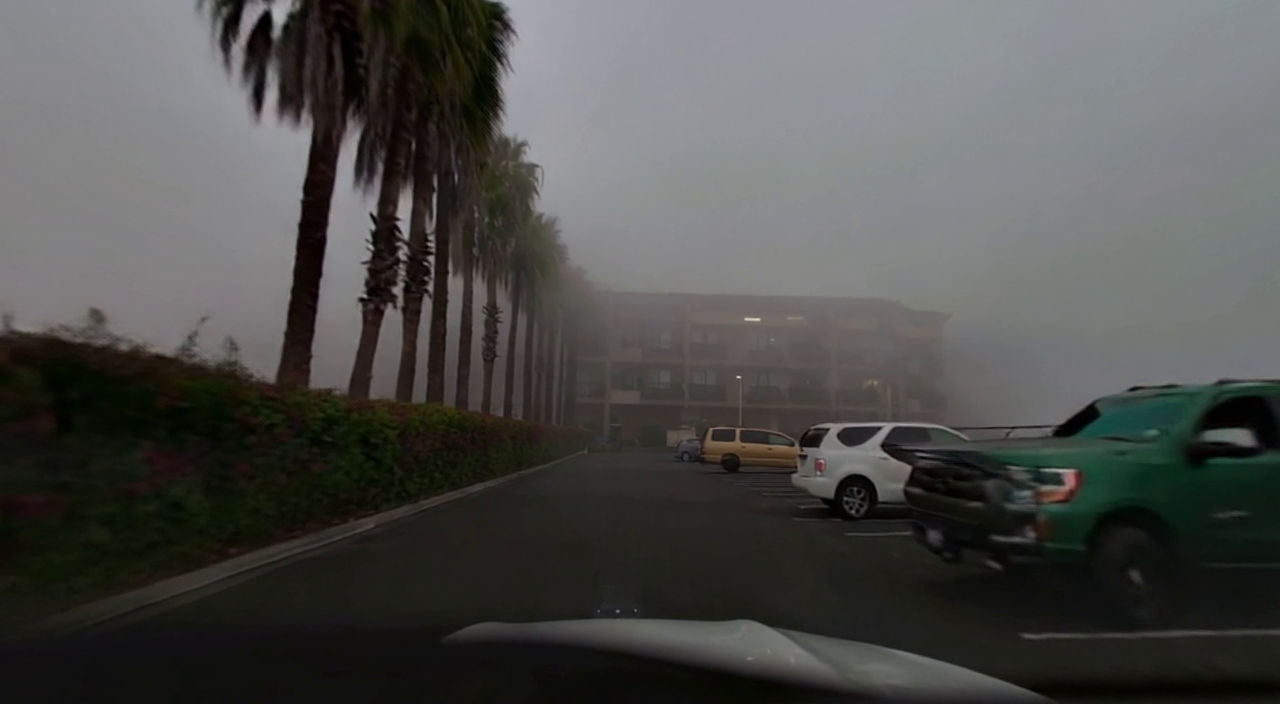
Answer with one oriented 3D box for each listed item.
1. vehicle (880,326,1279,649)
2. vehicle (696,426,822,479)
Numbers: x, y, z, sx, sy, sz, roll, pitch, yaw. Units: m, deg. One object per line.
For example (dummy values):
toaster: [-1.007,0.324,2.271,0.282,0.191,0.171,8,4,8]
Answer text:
vehicle: [5.228,1.095,5.235,5.639,2.033,2.172,3,-7,3]
vehicle: [4.683,4.005,25.249,4.609,1.734,1.909,3,-8,0]
